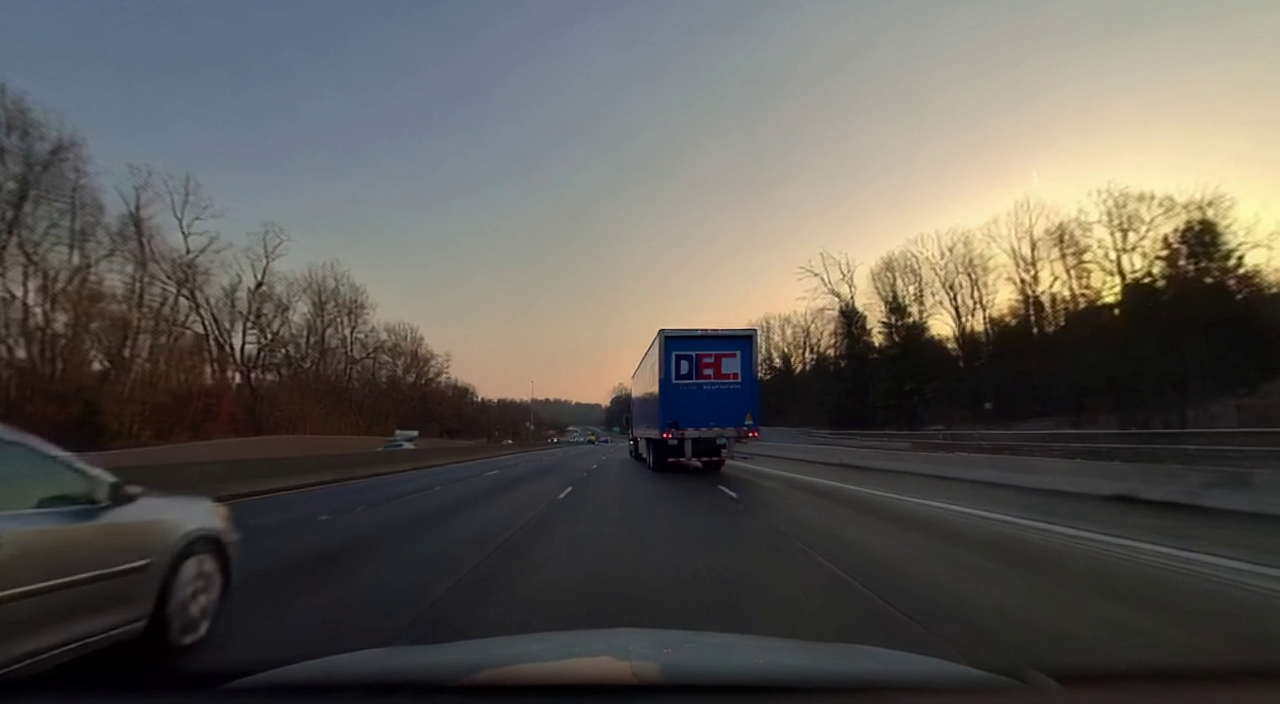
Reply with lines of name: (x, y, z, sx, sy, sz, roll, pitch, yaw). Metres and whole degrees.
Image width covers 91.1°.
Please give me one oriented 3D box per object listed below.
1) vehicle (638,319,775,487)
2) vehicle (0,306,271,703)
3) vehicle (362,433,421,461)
vehicle: (1.646, 1.843, 20.255, 3.011, 4.211, 8.926, 0, -8, -3)
vehicle: (-3.599, 0.607, 1.444, 2.394, 1.787, 5.186, 0, -8, -1)
vehicle: (-16.922, 6.474, 43.070, 2.062, 1.777, 4.967, 0, -8, -1)
